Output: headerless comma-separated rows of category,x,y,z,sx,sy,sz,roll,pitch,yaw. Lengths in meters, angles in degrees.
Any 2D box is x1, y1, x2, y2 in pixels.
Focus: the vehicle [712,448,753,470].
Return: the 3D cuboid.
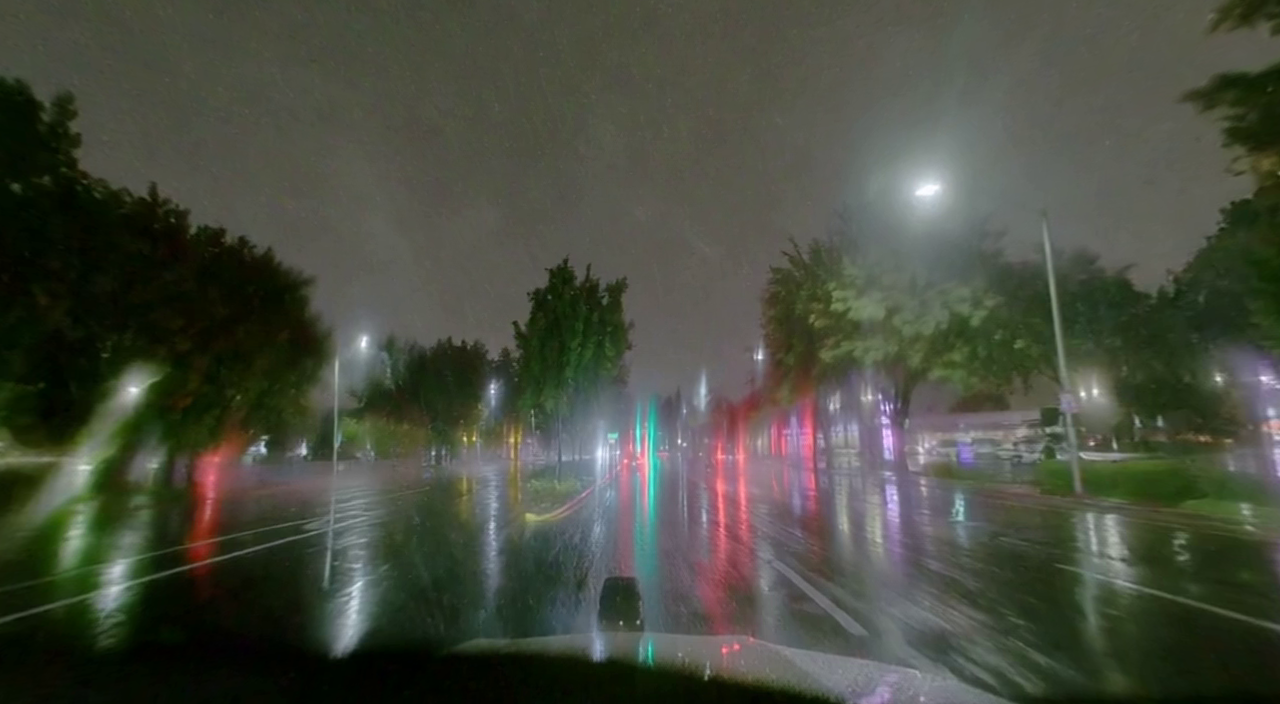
vehicle,6.410,7.444,44.188,2.024,1.475,4.600,0,-9,-2
